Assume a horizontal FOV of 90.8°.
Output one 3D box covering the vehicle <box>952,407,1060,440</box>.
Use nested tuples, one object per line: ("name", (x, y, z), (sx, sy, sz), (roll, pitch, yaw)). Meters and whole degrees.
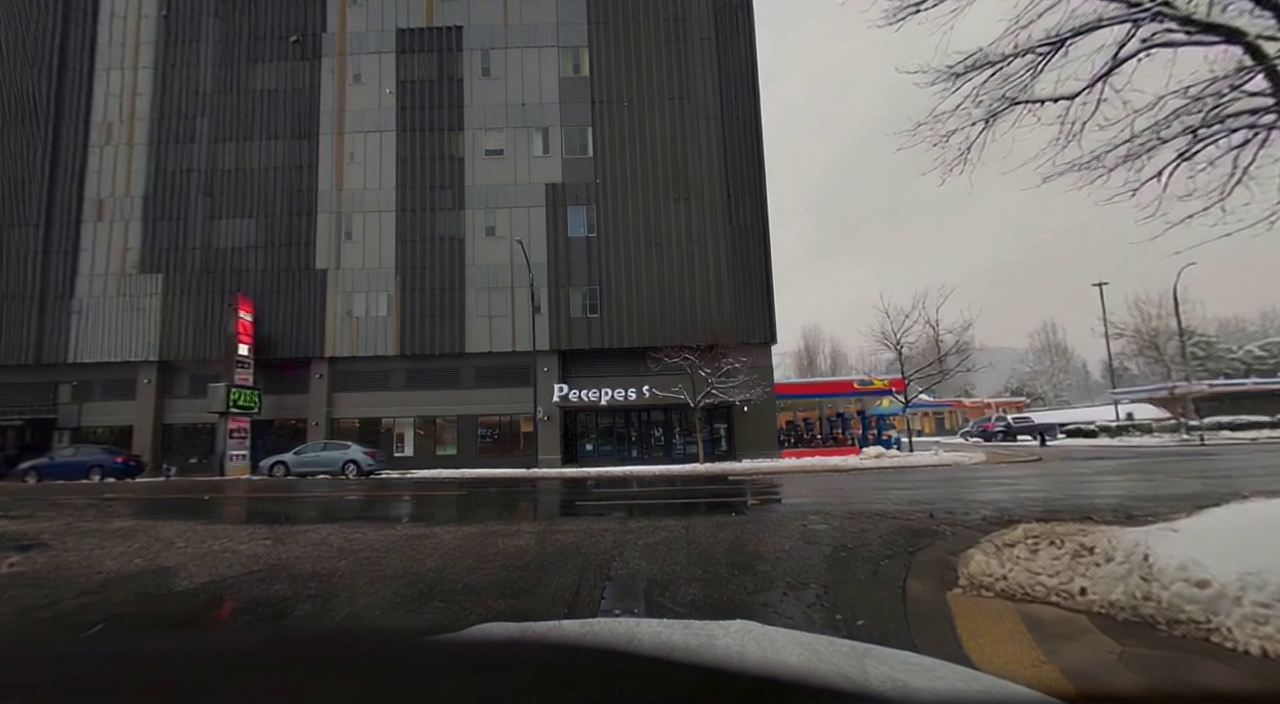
("vehicle", (28.582, 5.604, 49.482), (7.026, 2.329, 2.545), (1, -6, -4))

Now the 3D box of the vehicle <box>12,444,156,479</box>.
("vehicle", (-23.608, 4.667, 26.948), (4.321, 1.430, 1.775), (0, -9, -2))

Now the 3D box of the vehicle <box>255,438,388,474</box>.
("vehicle", (-13.929, 4.570, 27.799), (4.857, 1.497, 1.811), (0, -9, 2))

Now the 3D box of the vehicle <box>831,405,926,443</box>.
("vehicle", (16.128, 4.931, 42.912), (5.524, 2.504, 2.196), (1, -9, -3))

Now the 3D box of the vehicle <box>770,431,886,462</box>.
("vehicle", (8.599, 4.372, 29.098), (4.782, 1.371, 1.763), (1, -9, -5))
